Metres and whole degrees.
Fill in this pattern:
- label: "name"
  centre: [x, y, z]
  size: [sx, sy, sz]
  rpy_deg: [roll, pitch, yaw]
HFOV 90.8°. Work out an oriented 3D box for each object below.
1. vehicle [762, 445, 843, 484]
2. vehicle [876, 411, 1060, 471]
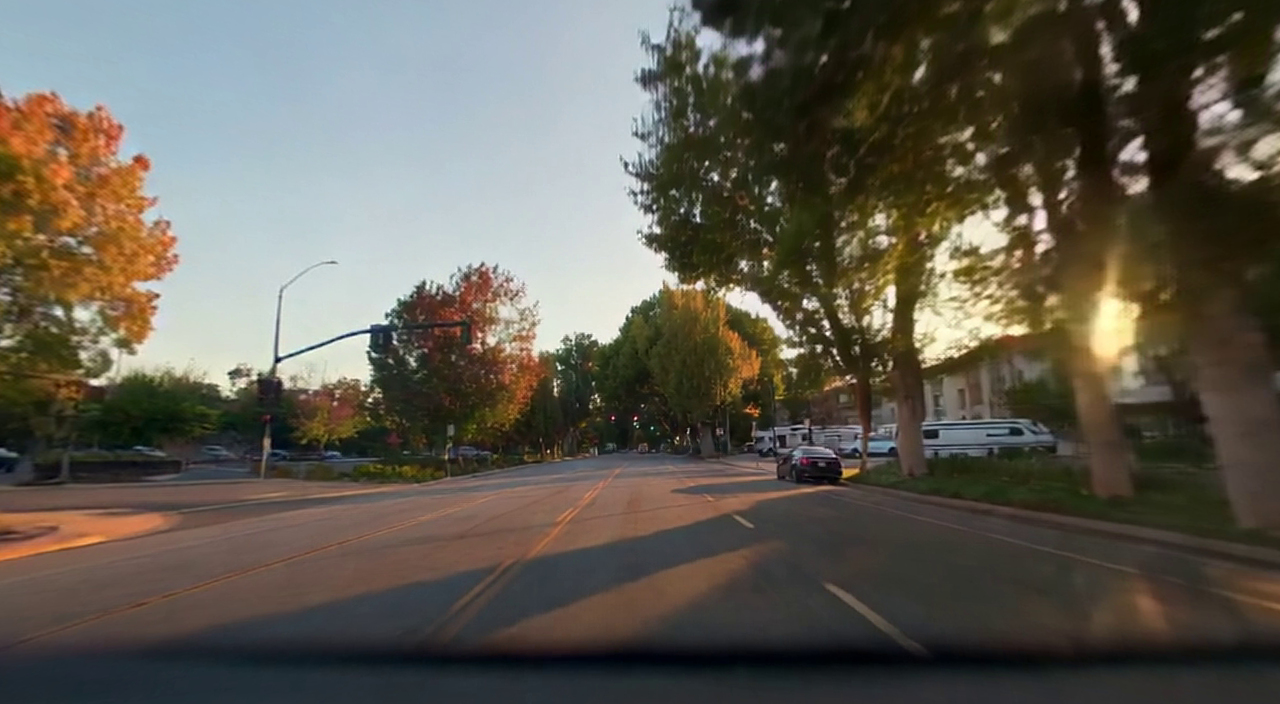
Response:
- label: "vehicle"
  centre: [6.600, 4.597, 26.213]
  size: [1.993, 1.461, 4.269]
  rpy_deg: [0, -9, -3]
- label: "vehicle"
  centre: [17.449, 4.807, 34.102]
  size: [8.016, 2.965, 3.192]
  rpy_deg: [-1, -8, 1]
